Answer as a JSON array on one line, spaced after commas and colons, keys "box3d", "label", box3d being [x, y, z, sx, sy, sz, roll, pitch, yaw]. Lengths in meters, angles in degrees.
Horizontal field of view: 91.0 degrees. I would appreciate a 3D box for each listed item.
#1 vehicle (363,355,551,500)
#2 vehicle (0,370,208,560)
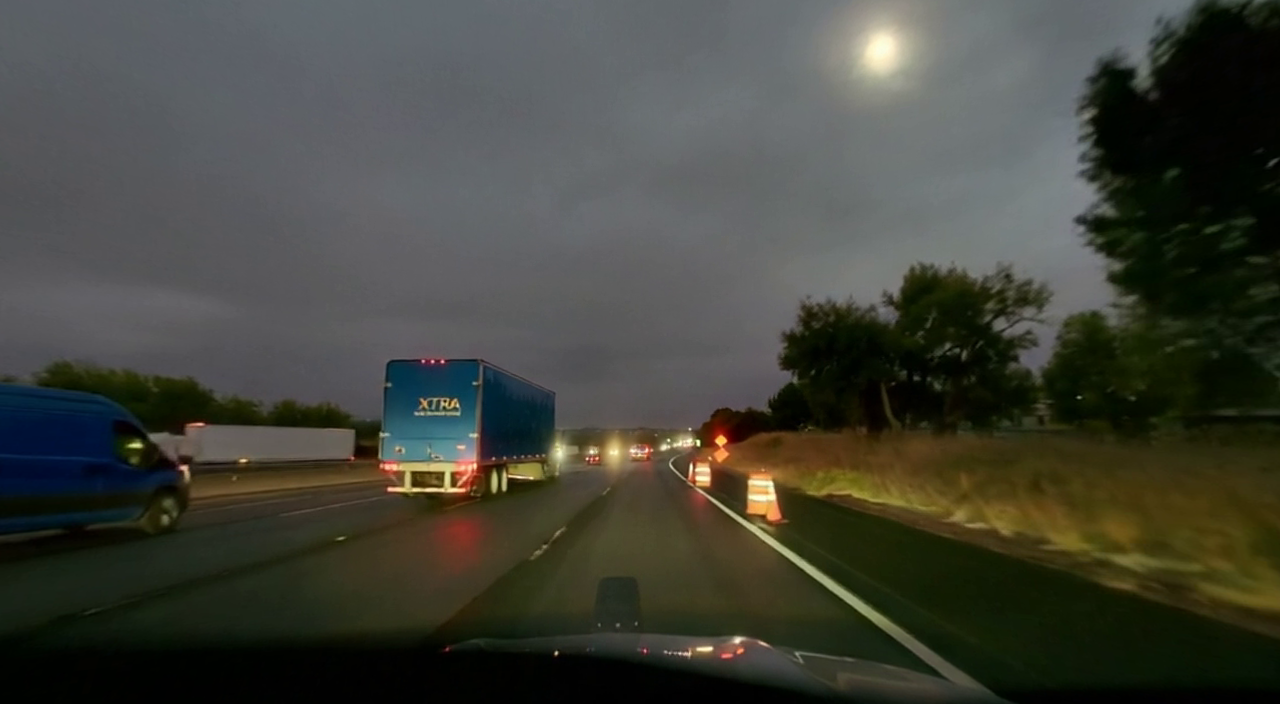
[{"box3d": [-5.782, 2.809, 22.415, 3.183, 4.011, 9.617, 0, -9, 4], "label": "vehicle"}, {"box3d": [-10.132, 1.711, 9.689, 2.469, 2.615, 5.874, 0, -9, 3], "label": "vehicle"}]
